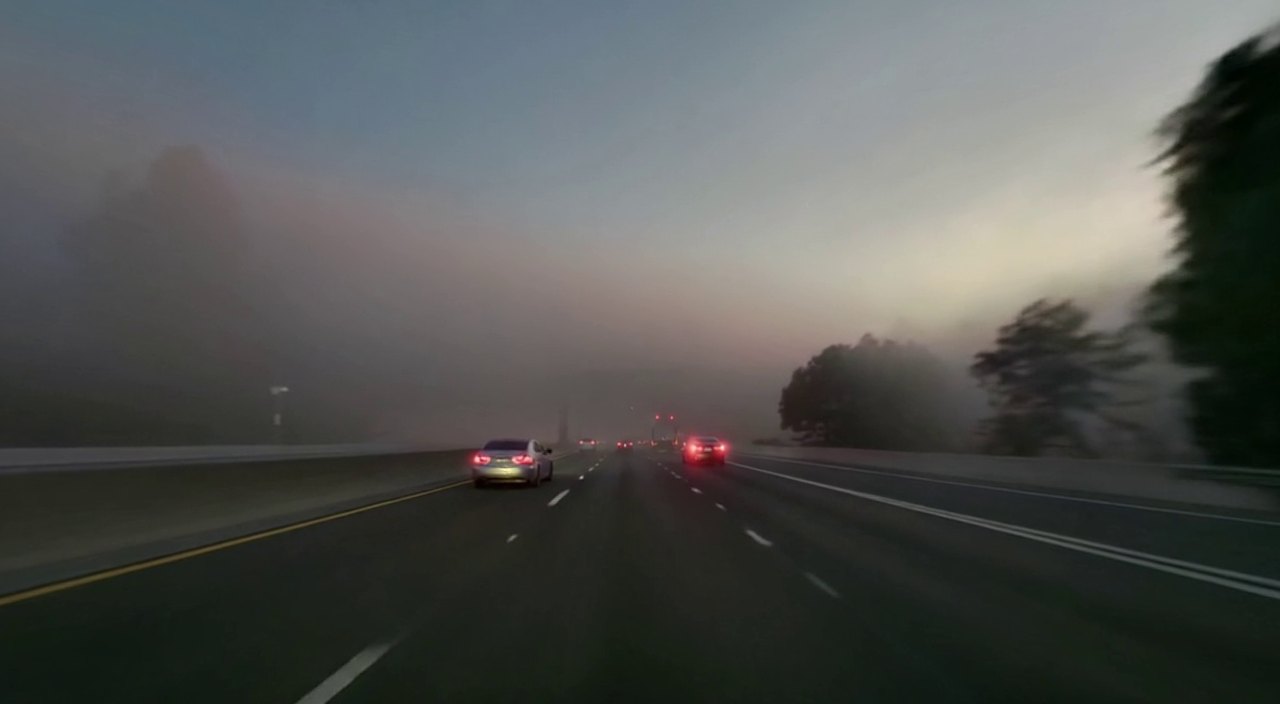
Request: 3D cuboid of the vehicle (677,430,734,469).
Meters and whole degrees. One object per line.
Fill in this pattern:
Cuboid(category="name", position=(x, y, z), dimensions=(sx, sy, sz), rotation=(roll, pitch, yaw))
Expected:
Cuboid(category="vehicle", position=(2.957, 4.516, 29.343), dimensions=(2.001, 1.625, 4.088), rotation=(0, -8, -3))

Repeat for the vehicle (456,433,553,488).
Cuboid(category="vehicle", position=(-4.009, 3.289, 19.434), dimensions=(2.064, 1.479, 4.370), rotation=(0, -8, 0))
